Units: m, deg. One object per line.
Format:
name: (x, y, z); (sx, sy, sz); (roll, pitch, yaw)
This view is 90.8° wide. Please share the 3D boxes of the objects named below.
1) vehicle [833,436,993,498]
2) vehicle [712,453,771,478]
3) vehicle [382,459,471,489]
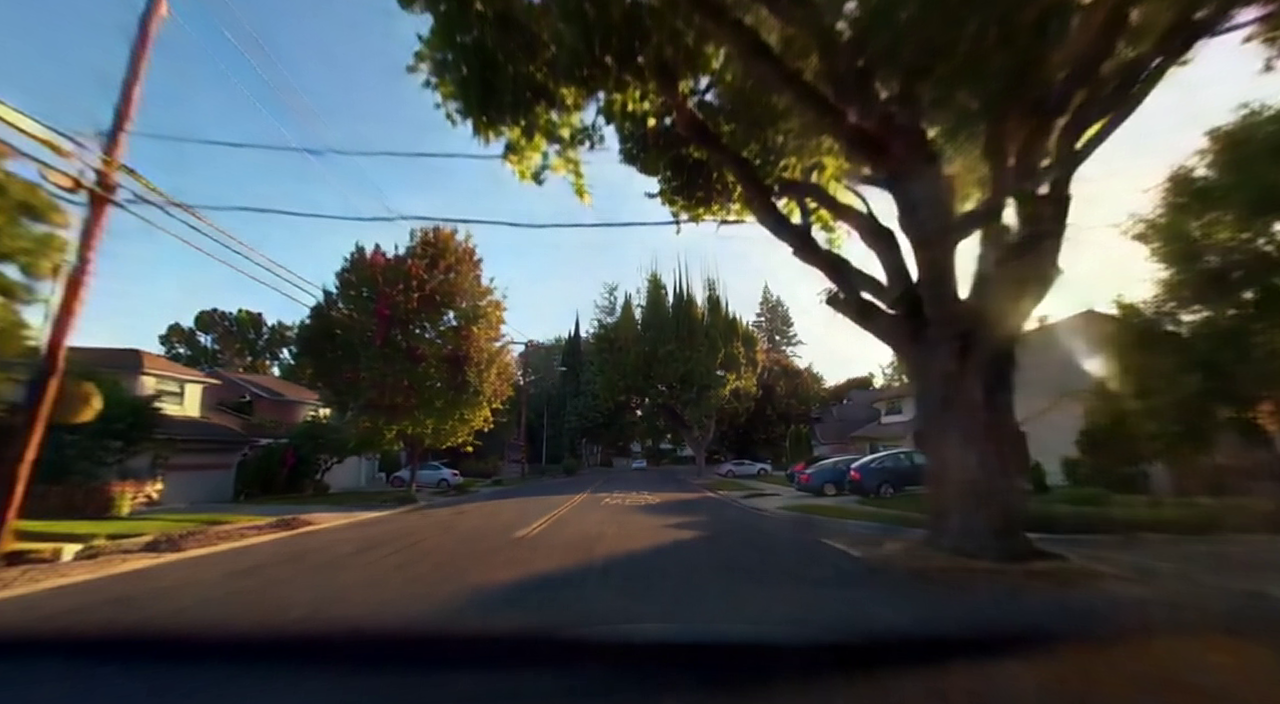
vehicle: (9.282, 3.909, 21.748); (4.557, 2.012, 1.917); (0, -8, -3)
vehicle: (7.383, 8.258, 46.178); (3.846, 1.725, 1.920); (1, -8, -4)
vehicle: (-11.992, 6.845, 35.665); (4.243, 1.598, 2.003); (0, -9, 3)
